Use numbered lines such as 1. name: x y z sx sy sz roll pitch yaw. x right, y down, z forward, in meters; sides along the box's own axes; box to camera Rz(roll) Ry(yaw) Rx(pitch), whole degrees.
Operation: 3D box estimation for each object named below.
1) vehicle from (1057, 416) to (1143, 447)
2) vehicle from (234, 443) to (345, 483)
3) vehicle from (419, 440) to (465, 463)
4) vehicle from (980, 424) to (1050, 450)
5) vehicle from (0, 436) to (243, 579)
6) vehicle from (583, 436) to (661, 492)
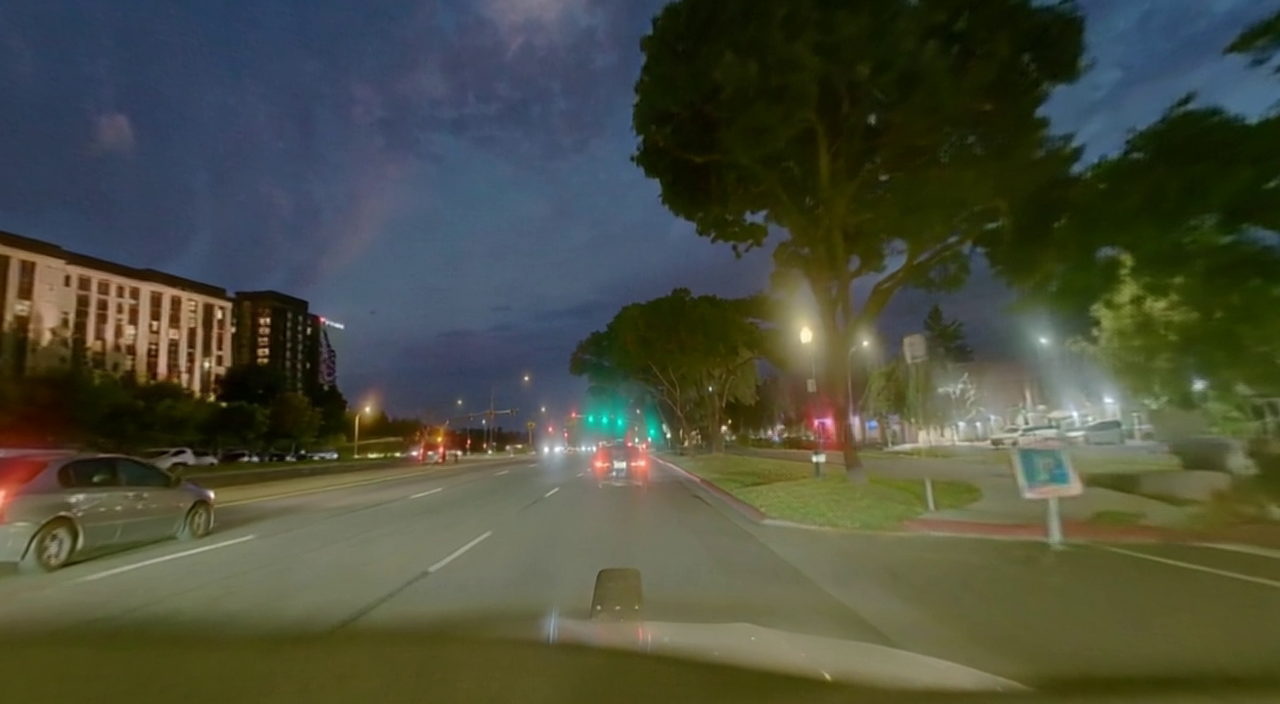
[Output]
1. vehicle: 26.582 4.635 36.564 3.512 1.415 1.722 -5 -9 -3
2. vehicle: -14.214 4.517 26.012 2.024 1.484 4.592 0 -8 -2
3. vehicle: -15.074 7.608 48.302 2.064 1.686 4.380 0 -8 0
4. vehicle: 24.773 5.643 41.757 3.437 1.408 1.759 -4 -8 -5
5. vehicle: -7.507 1.829 8.080 1.906 1.449 4.576 0 -8 -1
6. vehicle: -0.524 3.342 19.185 2.099 1.469 4.389 0 -8 -1
